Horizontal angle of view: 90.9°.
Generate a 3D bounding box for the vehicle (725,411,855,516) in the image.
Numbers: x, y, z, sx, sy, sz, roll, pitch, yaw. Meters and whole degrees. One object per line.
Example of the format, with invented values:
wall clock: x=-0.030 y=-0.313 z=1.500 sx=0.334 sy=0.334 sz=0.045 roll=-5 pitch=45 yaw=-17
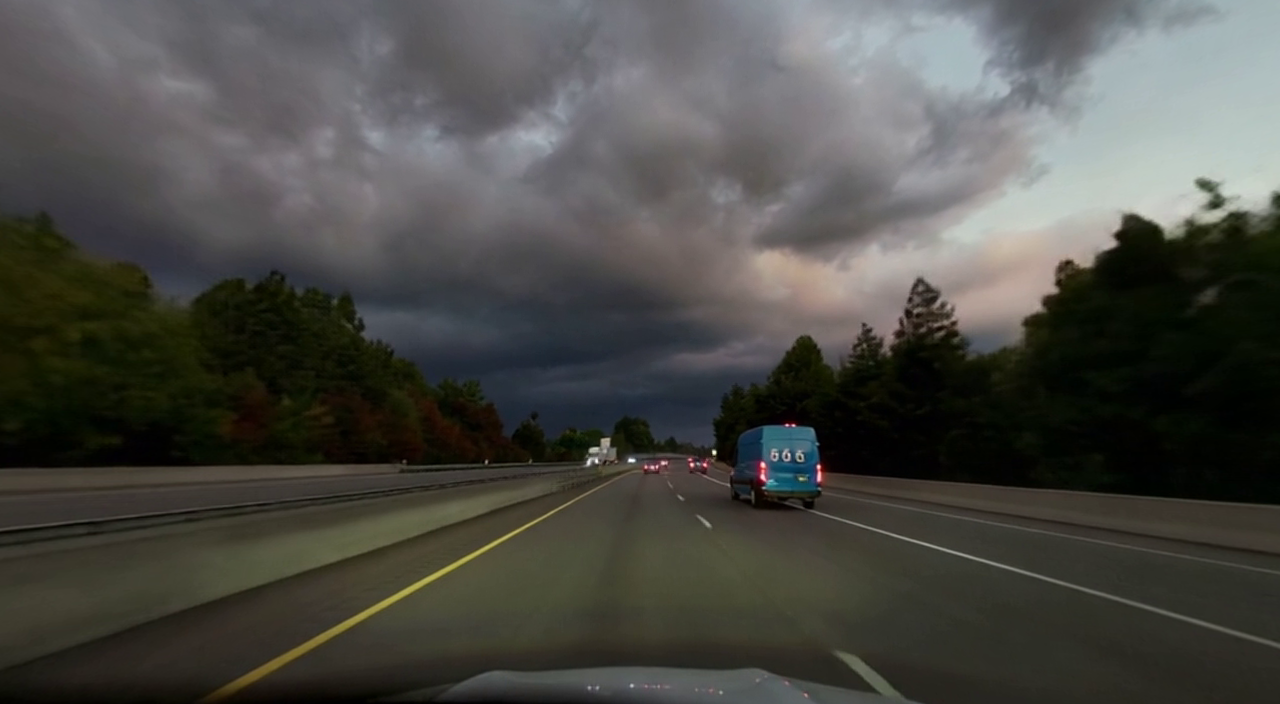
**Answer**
vehicle: x=4.162 y=3.327 z=18.755 sx=2.366 sy=2.595 sz=5.793 roll=1 pitch=-11 yaw=-1
